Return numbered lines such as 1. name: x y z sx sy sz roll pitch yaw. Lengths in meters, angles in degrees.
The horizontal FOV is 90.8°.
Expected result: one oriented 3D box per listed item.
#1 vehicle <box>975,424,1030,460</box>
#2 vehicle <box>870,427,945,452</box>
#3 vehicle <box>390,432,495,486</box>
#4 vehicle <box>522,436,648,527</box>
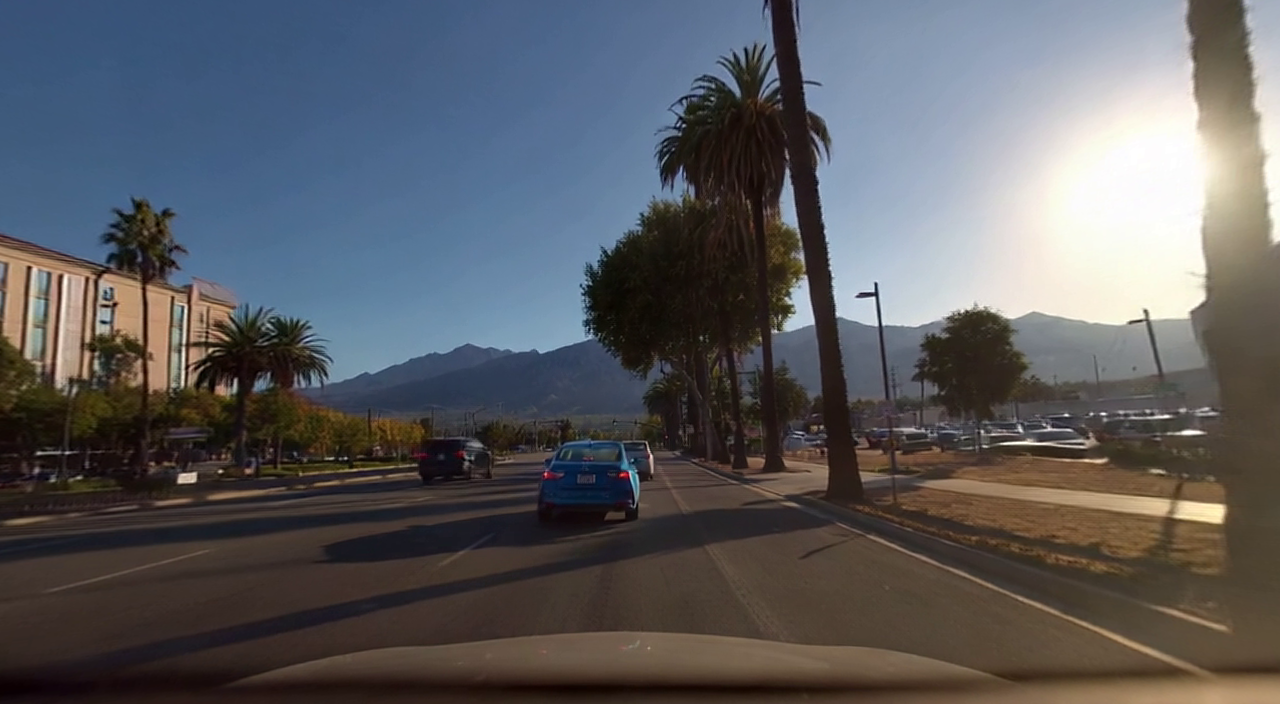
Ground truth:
1. vehicle: 16.861 4.186 29.318 1.961 1.526 4.640 -5 -10 30
2. vehicle: 19.063 6.274 45.152 1.925 1.652 4.490 6 -10 -35
3. vehicle: -7.724 4.249 25.416 2.400 1.900 5.325 0 -8 1
4. vehicle: -0.986 2.415 12.362 2.067 1.459 3.886 0 -8 -3
